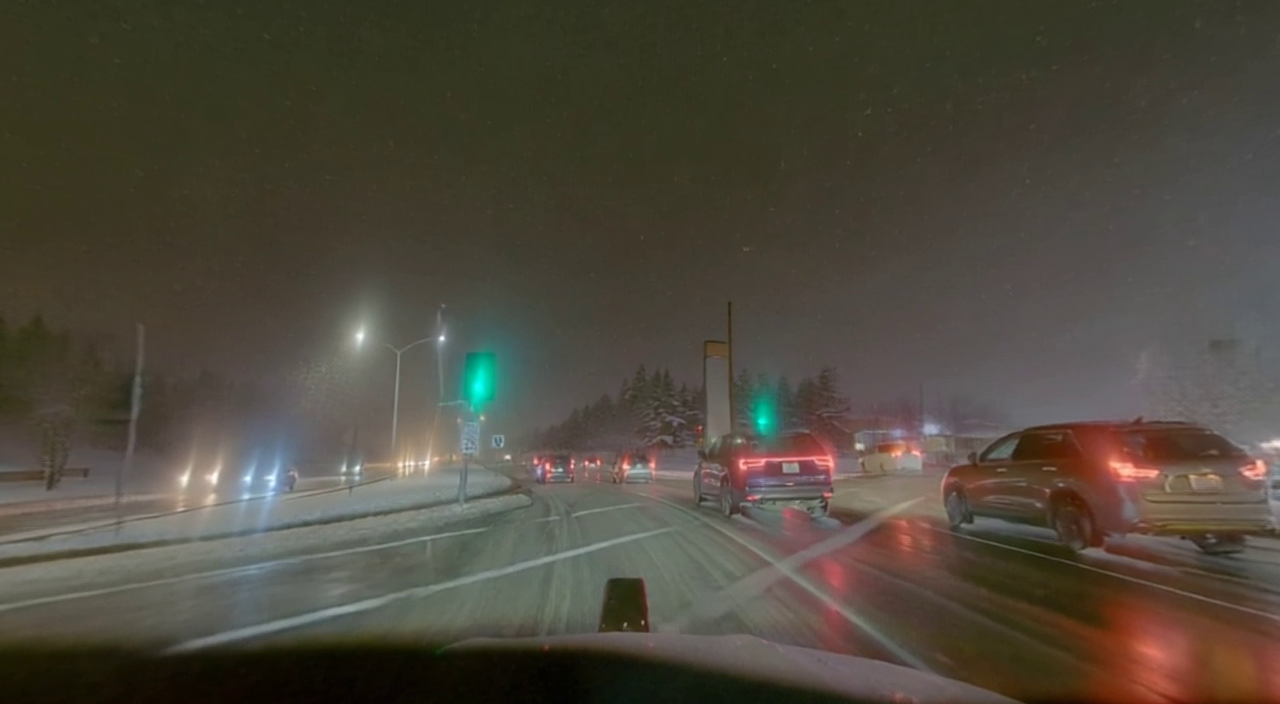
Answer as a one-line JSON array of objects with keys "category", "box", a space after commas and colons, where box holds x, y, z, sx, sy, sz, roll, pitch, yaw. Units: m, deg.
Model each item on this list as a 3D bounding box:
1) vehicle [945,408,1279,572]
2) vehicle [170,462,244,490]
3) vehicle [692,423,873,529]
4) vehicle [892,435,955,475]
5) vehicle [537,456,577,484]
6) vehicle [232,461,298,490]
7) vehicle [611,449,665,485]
[{"category": "vehicle", "box": [6.217, 1.687, 8.458, 1.881, 1.604, 4.289, 1, -8, -4]}, {"category": "vehicle", "box": [-27.676, 7.926, 40.467, 2.009, 1.525, 4.346, 1, -9, -7]}, {"category": "vehicle", "box": [2.646, 2.467, 13.188, 2.184, 1.777, 4.712, 1, -9, -7]}, {"category": "vehicle", "box": [14.283, 5.121, 31.622, 2.228, 1.798, 4.864, -5, -10, 30]}, {"category": "vehicle", "box": [-5.060, 7.057, 37.999, 2.107, 1.527, 4.174, 2, -9, -12]}, {"category": "vehicle", "box": [-23.497, 7.696, 39.667, 1.871, 1.581, 4.635, 1, -9, -9]}, {"category": "vehicle", "box": [-0.202, 5.709, 31.667, 2.012, 1.612, 4.114, 2, -9, -10]}]
